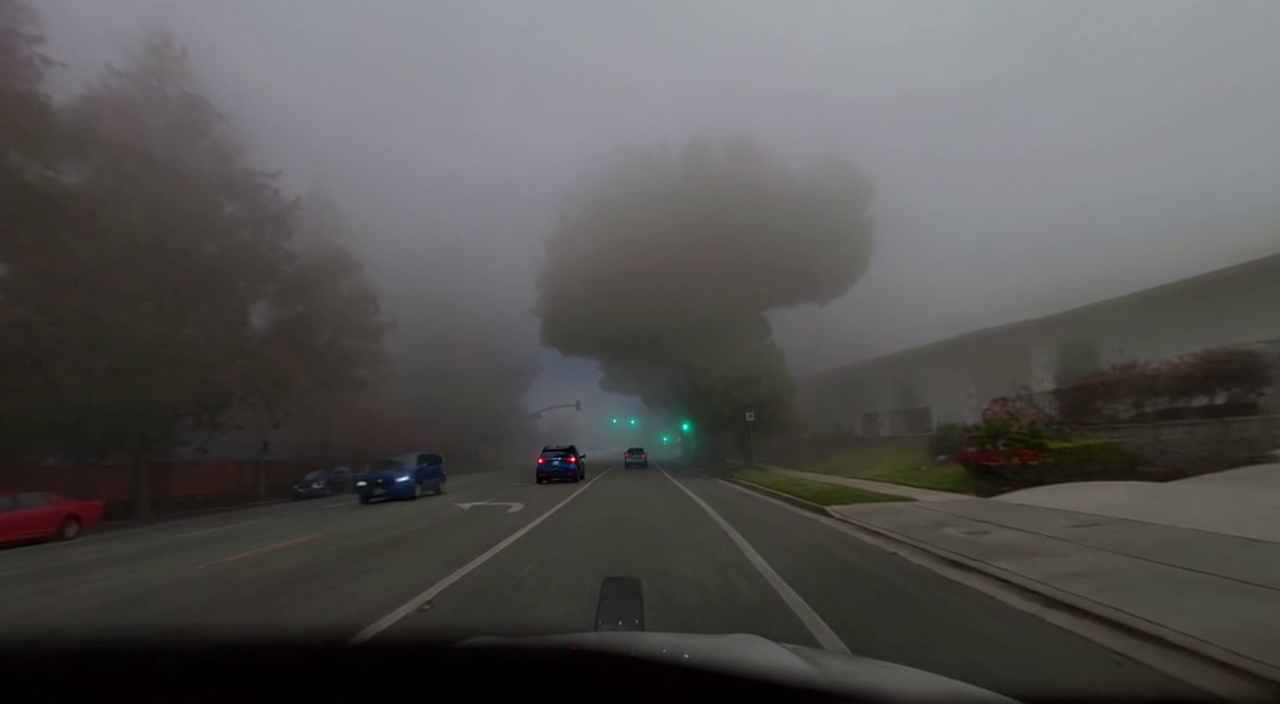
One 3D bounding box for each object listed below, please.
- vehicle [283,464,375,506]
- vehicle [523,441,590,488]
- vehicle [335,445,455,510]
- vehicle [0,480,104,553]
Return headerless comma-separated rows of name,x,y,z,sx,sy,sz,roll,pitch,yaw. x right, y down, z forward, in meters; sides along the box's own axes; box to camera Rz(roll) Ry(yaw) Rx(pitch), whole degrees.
vehicle,-14.439,6.157,29.613,1.880,1.476,4.715,-7,-9,0
vehicle,-3.399,4.659,26.534,2.097,1.755,4.336,-1,-9,2
vehicle,-7.906,4.044,20.917,2.084,1.731,4.595,-4,-9,1
vehicle,-14.614,3.738,13.787,1.874,1.392,4.633,-7,-9,-1
